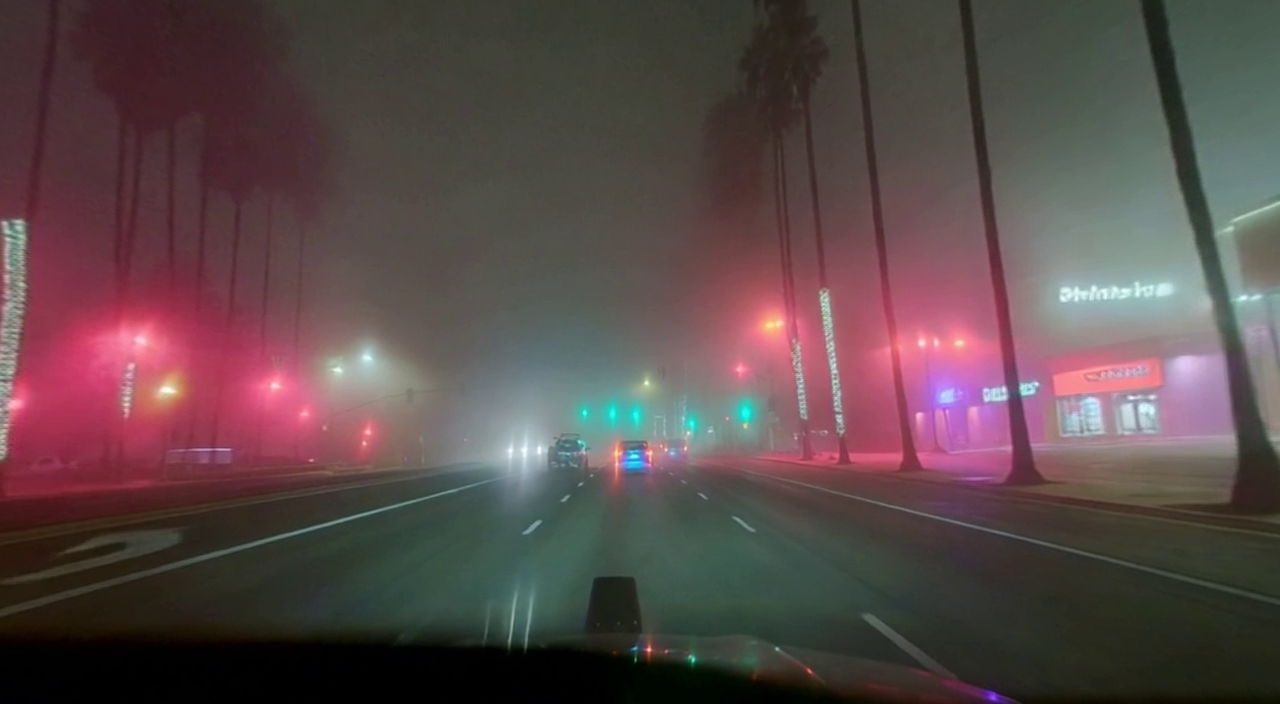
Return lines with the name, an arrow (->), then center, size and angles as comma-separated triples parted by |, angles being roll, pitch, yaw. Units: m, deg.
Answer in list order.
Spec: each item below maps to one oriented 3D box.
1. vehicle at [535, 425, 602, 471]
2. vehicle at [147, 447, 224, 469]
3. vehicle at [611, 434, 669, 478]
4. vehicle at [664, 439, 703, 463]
vehicle -> -3.389, 4.781, 31.433 | 2.672, 2.064, 5.681 | 0, -9, 0
vehicle -> -34.698, 8.072, 48.336 | 4.278, 1.652, 2.100 | -1, -9, 3
vehicle -> -0.039, 4.177, 25.583 | 2.160, 1.615, 4.117 | 0, -9, -1
vehicle -> 2.814, 6.575, 41.972 | 2.085, 1.482, 4.491 | 0, -9, -2
